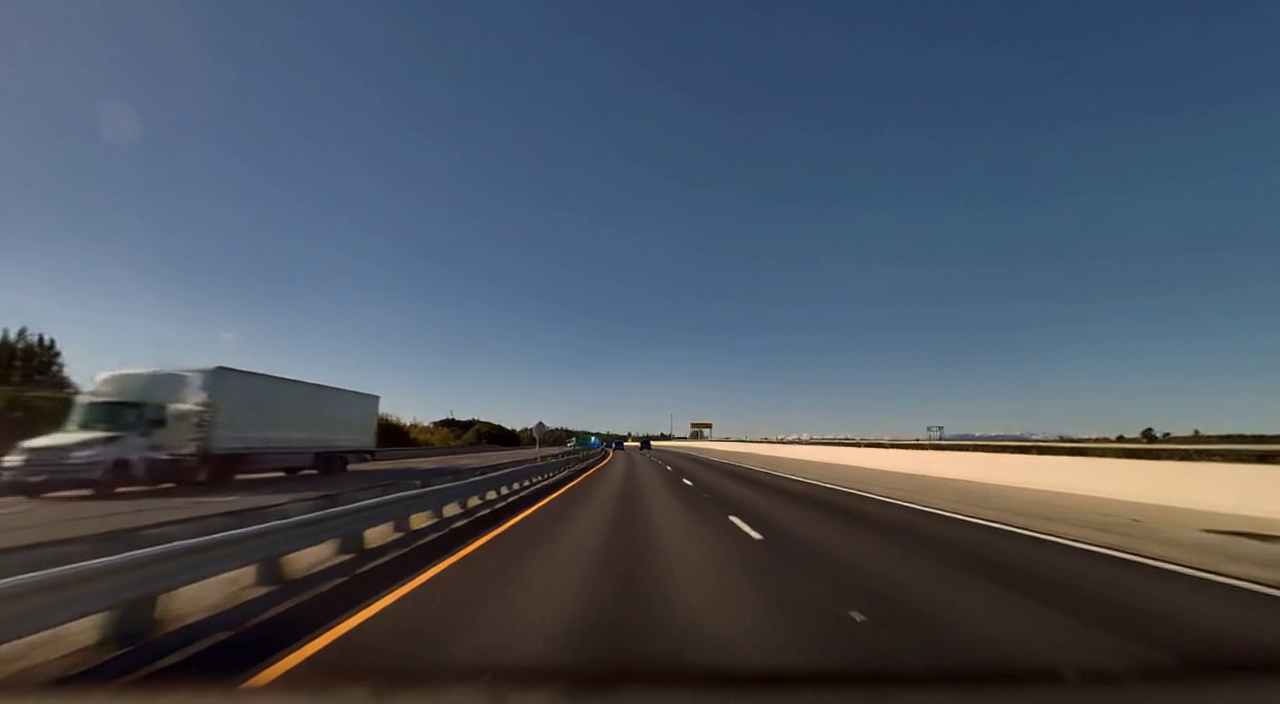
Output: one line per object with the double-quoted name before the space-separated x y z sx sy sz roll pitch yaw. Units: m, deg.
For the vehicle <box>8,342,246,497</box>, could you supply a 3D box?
"vehicle" -15.954 2.202 20.063 3.730 4.427 4.152 0 -8 0
